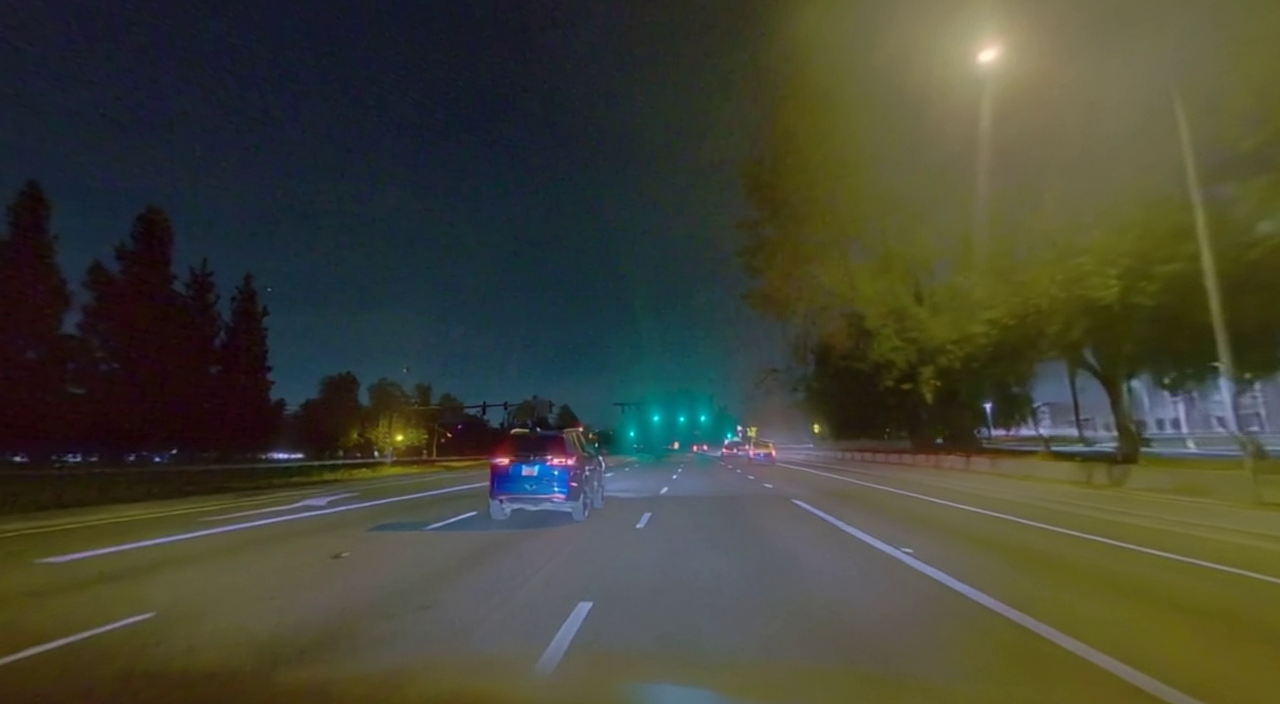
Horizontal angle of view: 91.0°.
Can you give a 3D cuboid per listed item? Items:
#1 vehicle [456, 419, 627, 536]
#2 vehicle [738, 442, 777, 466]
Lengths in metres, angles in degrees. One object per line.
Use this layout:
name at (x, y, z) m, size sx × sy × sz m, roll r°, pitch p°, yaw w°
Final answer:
vehicle at (-1.528, 2.209, 11.704) m, size 2.033 × 1.713 × 4.503 m, roll -1°, pitch -9°, yaw 6°
vehicle at (7.490, 6.545, 40.511) m, size 1.983 × 1.464 × 4.472 m, roll -1°, pitch -9°, yaw 4°
